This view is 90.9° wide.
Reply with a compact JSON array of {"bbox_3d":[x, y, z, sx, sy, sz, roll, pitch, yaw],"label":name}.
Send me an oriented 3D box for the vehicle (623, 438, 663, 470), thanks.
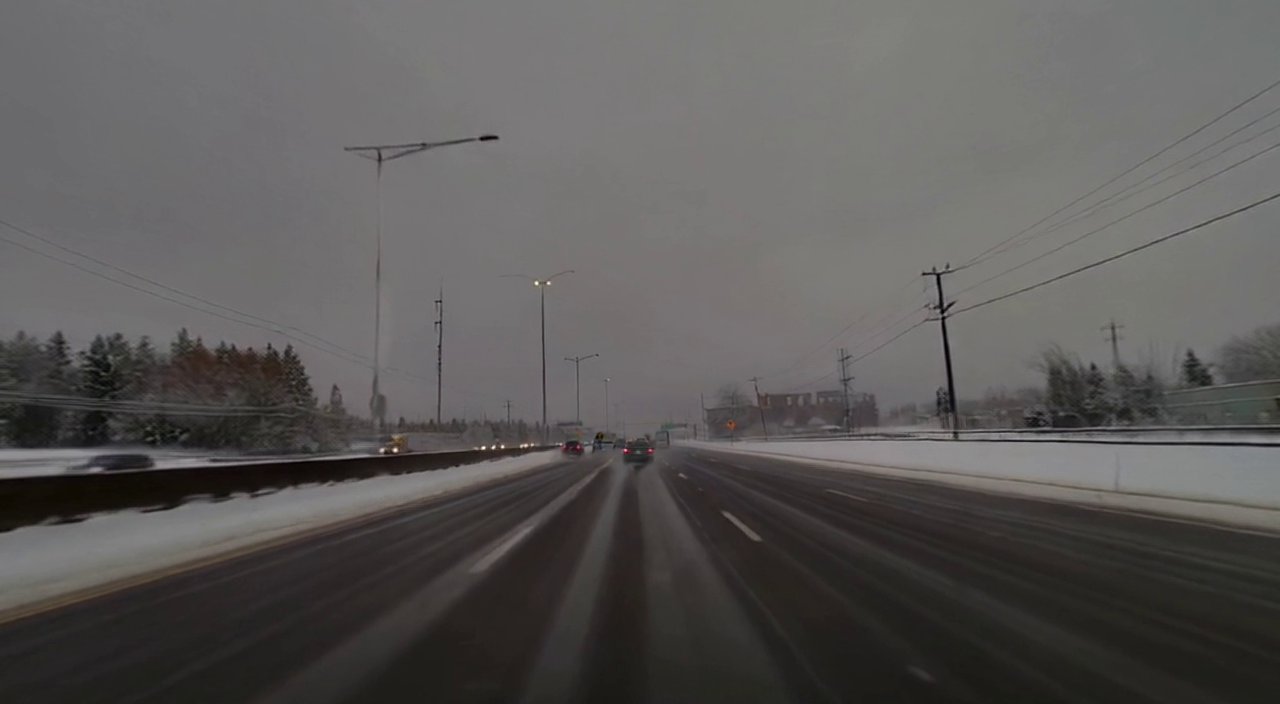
[{"bbox_3d":[0.164,5.040,31.369,1.891,1.444,3.968,0,-8,1],"label":"vehicle"}]
